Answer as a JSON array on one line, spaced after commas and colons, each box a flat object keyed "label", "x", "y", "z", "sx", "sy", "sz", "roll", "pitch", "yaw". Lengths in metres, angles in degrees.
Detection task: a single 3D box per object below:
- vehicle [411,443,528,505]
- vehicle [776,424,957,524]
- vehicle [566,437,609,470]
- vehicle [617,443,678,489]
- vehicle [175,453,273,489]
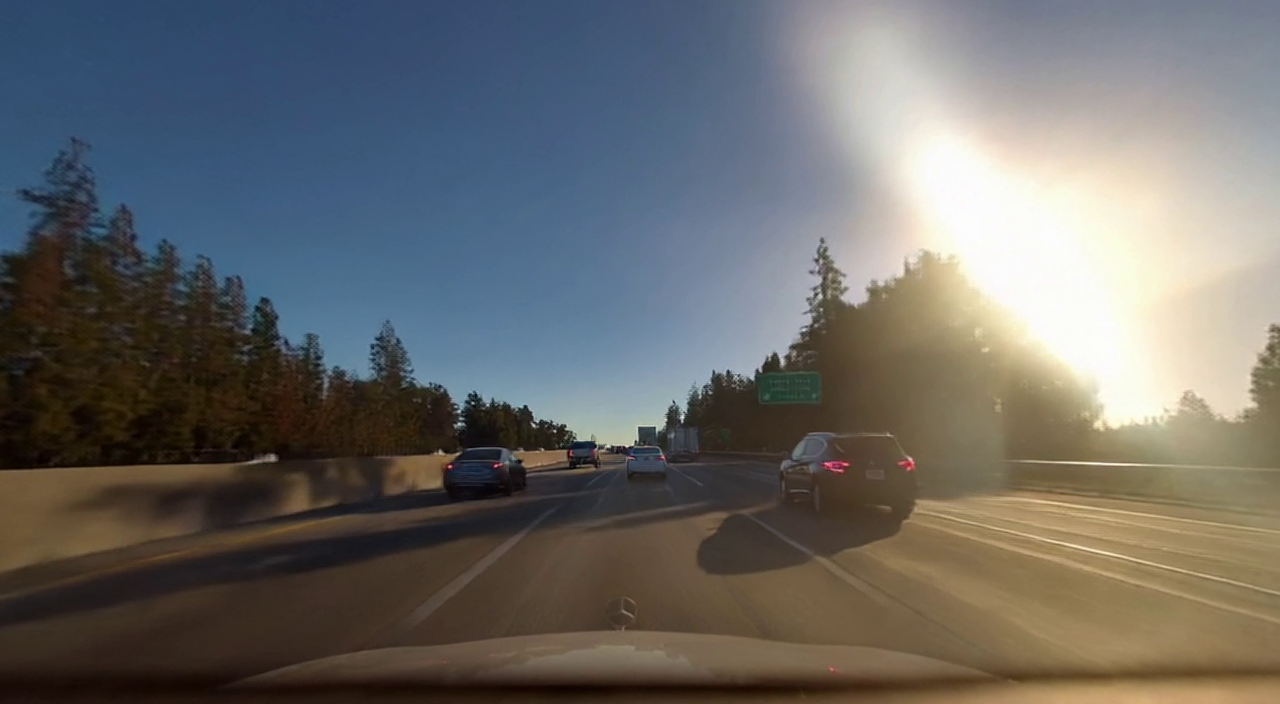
[{"label": "vehicle", "x": -4.537, "y": 3.297, "z": 17.438, "sx": 1.967, "sy": 1.473, "sz": 4.439, "roll": 0, "pitch": -9, "yaw": 1}, {"label": "vehicle", "x": 4.260, "y": 2.371, "z": 12.624, "sx": 2.018, "sy": 1.639, "sz": 4.149, "roll": 0, "pitch": -9, "yaw": -1}, {"label": "vehicle", "x": -3.256, "y": 6.446, "z": 39.881, "sx": 2.230, "sy": 1.973, "sz": 4.403, "roll": -1, "pitch": -9, "yaw": 2}, {"label": "vehicle", "x": 0.252, "y": 4.153, "z": 23.167, "sx": 2.015, "sy": 1.526, "sz": 4.286, "roll": 0, "pitch": -9, "yaw": 0}, {"label": "vehicle", "x": -20.378, "y": 5.806, "z": 30.941, "sx": 1.901, "sy": 1.582, "sz": 4.159, "roll": -1, "pitch": -9, "yaw": 1}]
